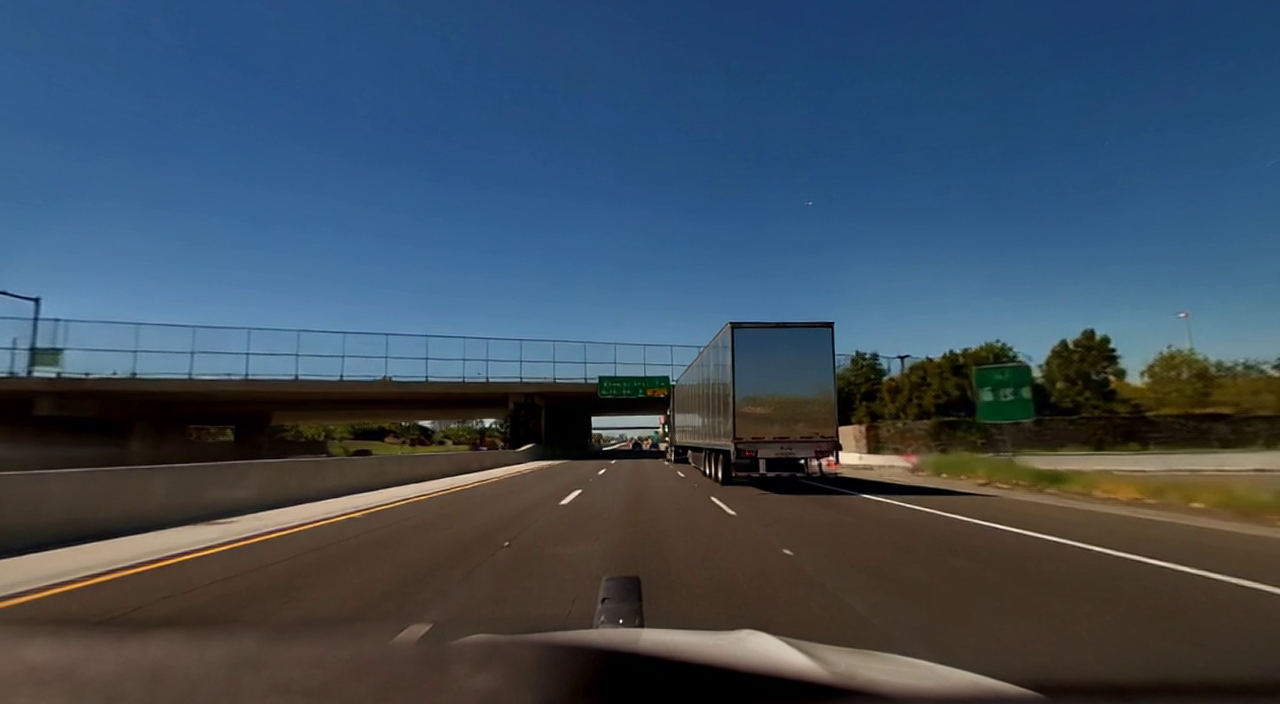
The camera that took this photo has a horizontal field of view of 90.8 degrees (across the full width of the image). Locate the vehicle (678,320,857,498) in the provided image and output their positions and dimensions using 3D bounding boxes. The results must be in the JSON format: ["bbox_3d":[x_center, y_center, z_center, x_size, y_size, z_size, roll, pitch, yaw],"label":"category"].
[{"bbox_3d":[3.435,2.541,22.912,2.743,4.160,16.408,0,-9,-1],"label":"vehicle"}]
